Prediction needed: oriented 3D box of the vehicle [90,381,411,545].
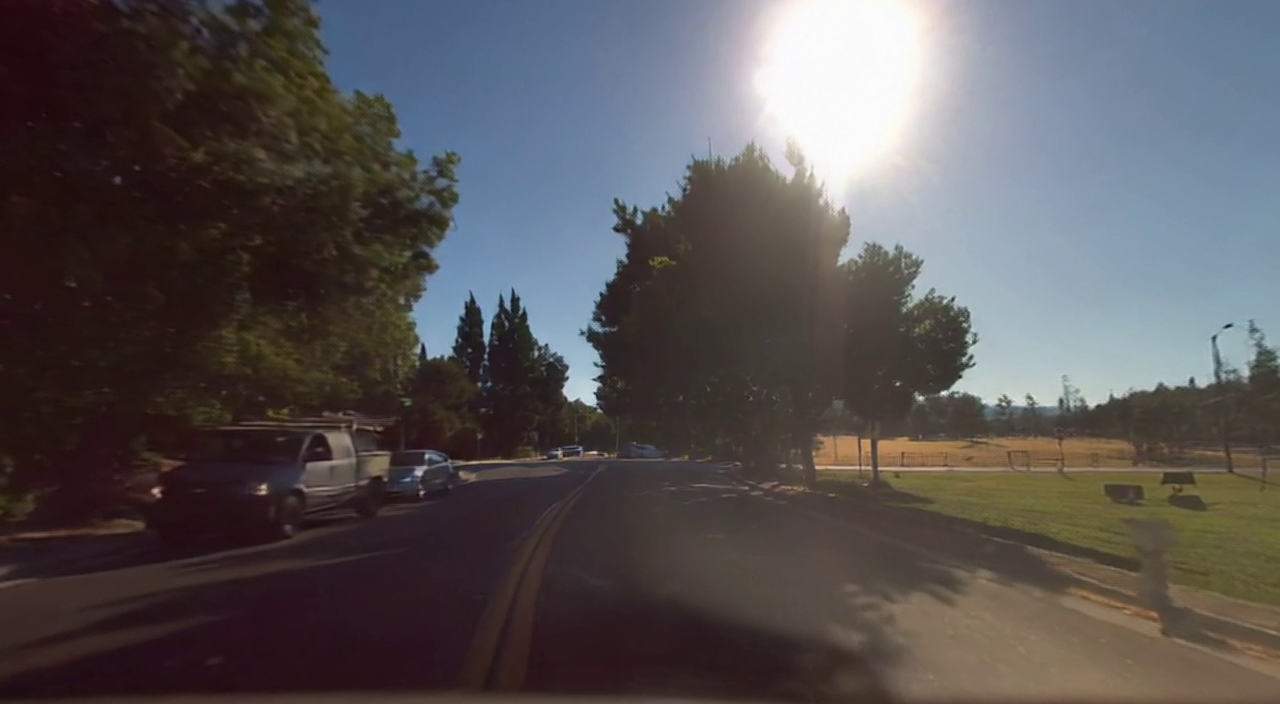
[{"bbox_3d":[-6.639,2.176,11.982,2.583,2.167,5.667,-4,-12,-1],"label":"vehicle"}]
